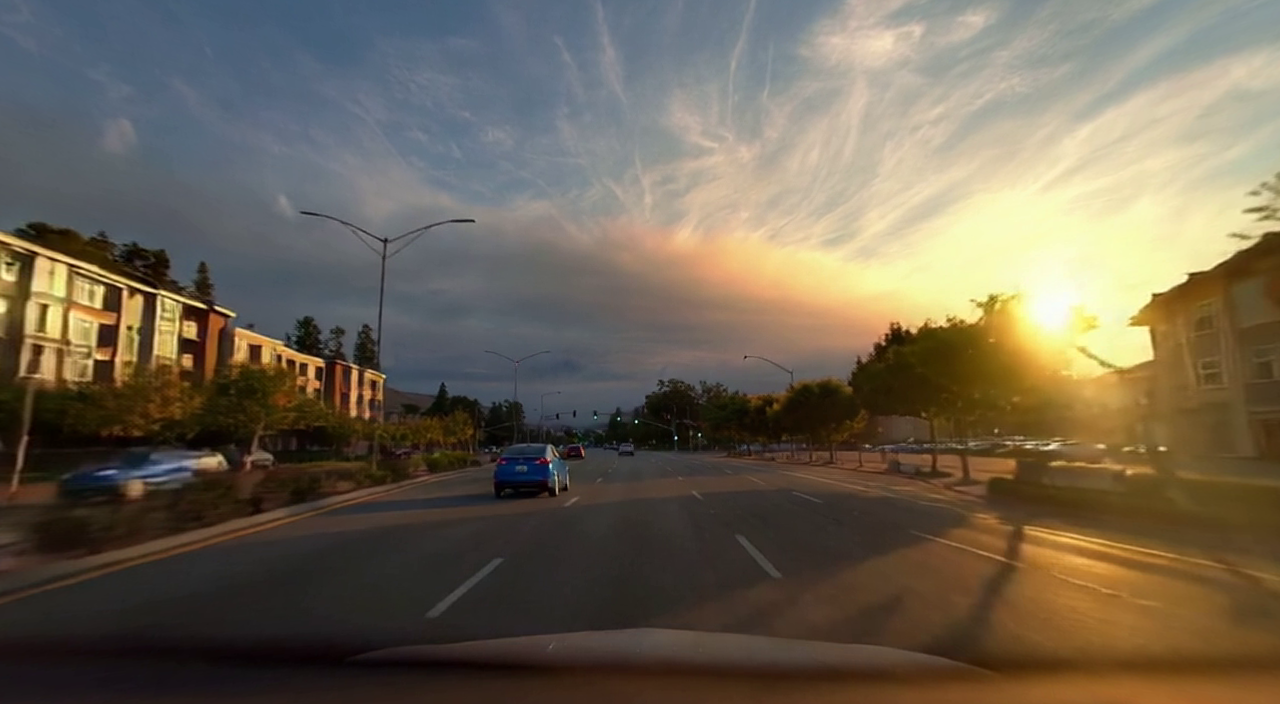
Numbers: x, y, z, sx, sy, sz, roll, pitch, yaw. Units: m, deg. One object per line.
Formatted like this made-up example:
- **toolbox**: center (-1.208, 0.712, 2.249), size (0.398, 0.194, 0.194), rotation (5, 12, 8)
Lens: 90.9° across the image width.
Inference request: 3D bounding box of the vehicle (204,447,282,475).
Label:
- **vehicle**: center (-26.557, 7.288, 42.392), size (1.786, 1.713, 4.992), rotation (1, -9, 2)

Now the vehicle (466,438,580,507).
- **vehicle**: center (-2.841, 3.037, 16.392), size (2.009, 1.489, 4.543), rotation (-1, -8, 1)

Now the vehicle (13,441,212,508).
- **vehicle**: center (-15.789, 3.648, 19.326), size (2.055, 1.757, 4.724), rotation (0, -8, -2)
